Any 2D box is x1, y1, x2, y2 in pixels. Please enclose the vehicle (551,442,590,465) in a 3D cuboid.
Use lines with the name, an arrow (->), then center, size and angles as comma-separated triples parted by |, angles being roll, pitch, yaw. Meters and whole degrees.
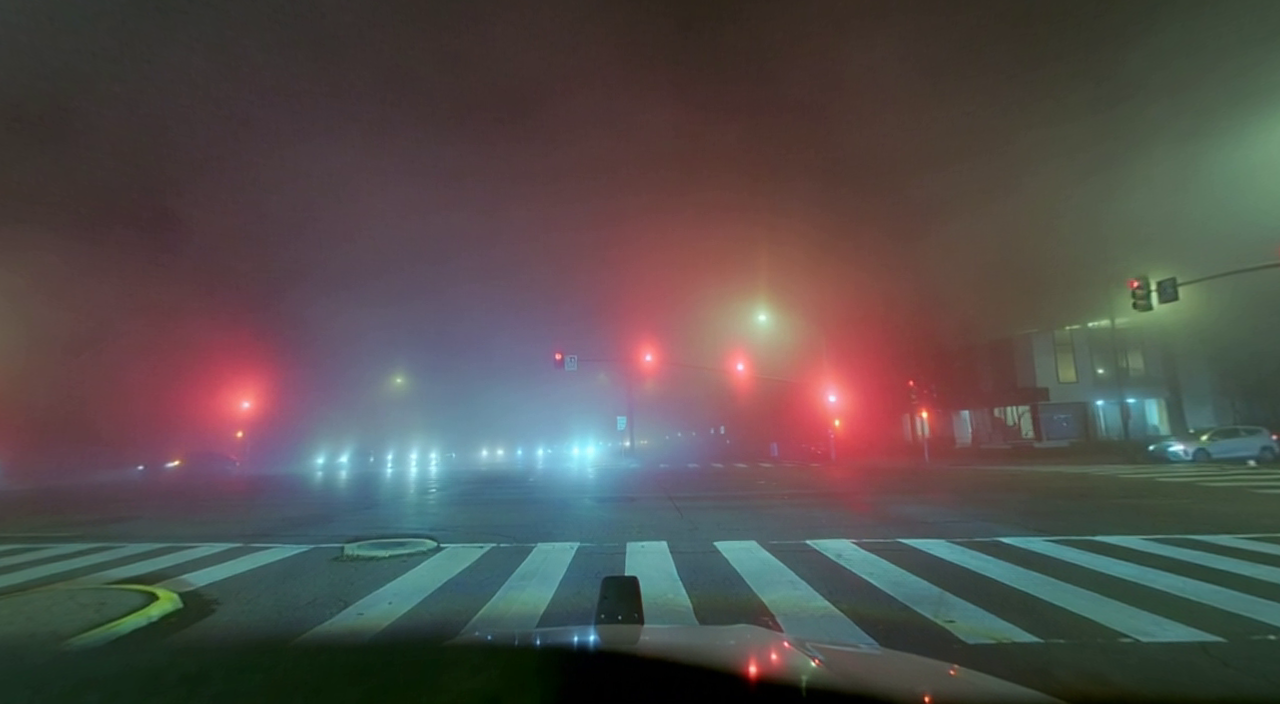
vehicle -> -4.536, 6.711, 41.684 | 1.954, 1.431, 4.050 | -1, -9, 2

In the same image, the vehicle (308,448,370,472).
vehicle -> -21.380, 7.682, 44.955 | 1.929, 1.619, 4.577 | -1, -9, 4

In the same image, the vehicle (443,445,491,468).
vehicle -> -11.642, 7.078, 42.704 | 1.911, 1.476, 4.297 | -1, -9, 2

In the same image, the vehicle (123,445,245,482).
vehicle -> -24.661, 5.991, 34.272 | 2.032, 1.839, 4.884 | -4, -9, 23

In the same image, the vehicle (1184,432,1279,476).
vehicle -> 22.318, 3.582, 22.241 | 4.474, 1.477, 1.908 | 0, -9, -3

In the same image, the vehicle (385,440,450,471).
vehicle -> -15.129, 7.039, 43.156 | 2.340, 1.946, 5.450 | 0, -9, 2

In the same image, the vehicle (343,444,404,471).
vehicle -> -18.559, 7.350, 44.021 | 2.237, 1.801, 4.541 | 0, -9, 1

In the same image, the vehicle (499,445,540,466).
vehicle -> -8.103, 7.005, 42.607 | 1.910, 1.321, 3.692 | 0, -9, 1
